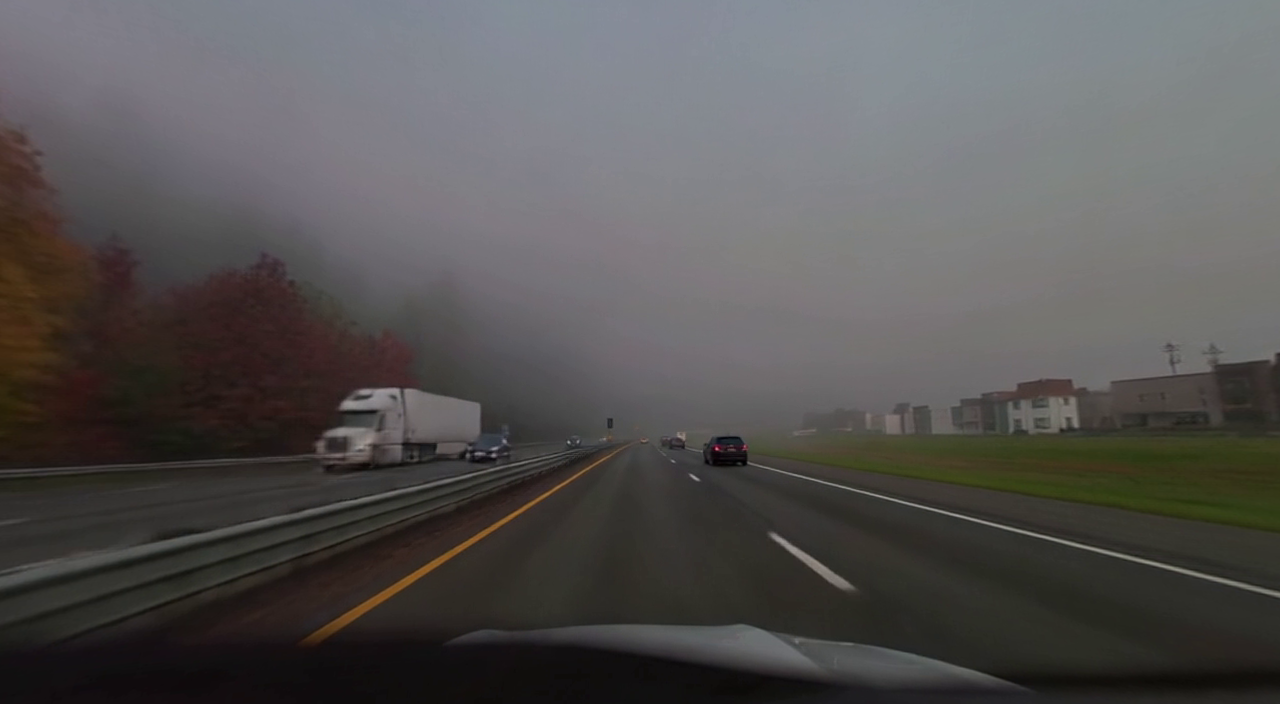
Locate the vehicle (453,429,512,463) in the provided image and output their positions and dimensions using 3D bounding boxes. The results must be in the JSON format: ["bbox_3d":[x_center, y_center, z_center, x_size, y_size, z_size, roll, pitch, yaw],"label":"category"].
[{"bbox_3d":[-8.674,5.228,35.095,2.058,1.767,4.894,0,-8,0],"label":"vehicle"}]

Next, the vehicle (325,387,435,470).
[{"bbox_3d":[-12.959,3.926,32.014,2.988,3.815,5.937,0,-8,0],"label":"vehicle"}]

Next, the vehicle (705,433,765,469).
[{"bbox_3d":[4.222,4.461,28.570,2.024,1.516,4.197,0,-8,-1],"label":"vehicle"}]
